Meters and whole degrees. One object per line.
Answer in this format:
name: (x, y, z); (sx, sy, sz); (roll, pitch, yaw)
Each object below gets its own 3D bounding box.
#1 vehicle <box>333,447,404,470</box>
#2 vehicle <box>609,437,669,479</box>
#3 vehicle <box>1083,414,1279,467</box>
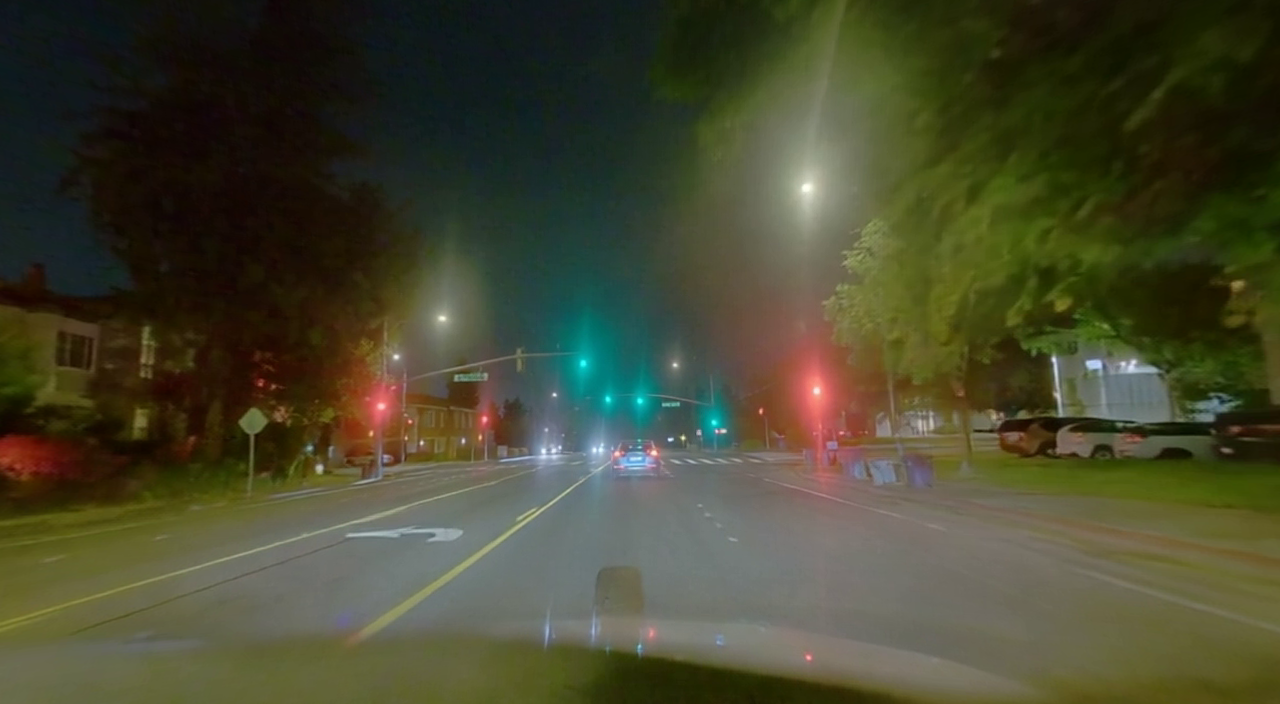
vehicle: (-20.974, 8.260, 48.884); (4.588, 1.703, 1.879); (0, -9, 1)
vehicle: (-0.029, 3.992, 23.980); (2.104, 1.462, 3.991); (0, -9, 0)
vehicle: (16.194, 2.679, 18.997); (4.275, 1.499, 1.882); (0, -9, 0)
